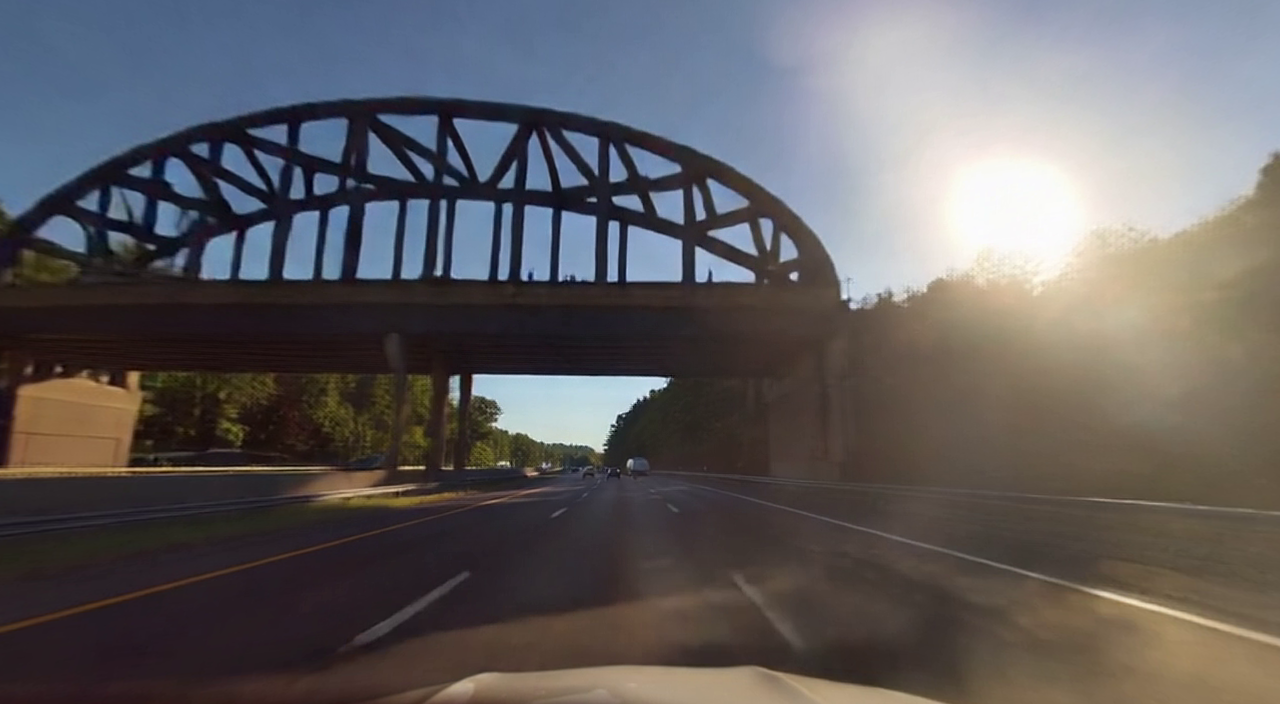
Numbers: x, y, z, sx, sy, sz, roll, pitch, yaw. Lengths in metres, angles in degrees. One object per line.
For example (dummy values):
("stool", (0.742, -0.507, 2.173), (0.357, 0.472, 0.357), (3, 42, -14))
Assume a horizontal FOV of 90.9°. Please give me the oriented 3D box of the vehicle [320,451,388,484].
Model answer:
("vehicle", (-16.375, 6.673, 36.353), (1.973, 1.717, 4.397), (1, -10, -2))
